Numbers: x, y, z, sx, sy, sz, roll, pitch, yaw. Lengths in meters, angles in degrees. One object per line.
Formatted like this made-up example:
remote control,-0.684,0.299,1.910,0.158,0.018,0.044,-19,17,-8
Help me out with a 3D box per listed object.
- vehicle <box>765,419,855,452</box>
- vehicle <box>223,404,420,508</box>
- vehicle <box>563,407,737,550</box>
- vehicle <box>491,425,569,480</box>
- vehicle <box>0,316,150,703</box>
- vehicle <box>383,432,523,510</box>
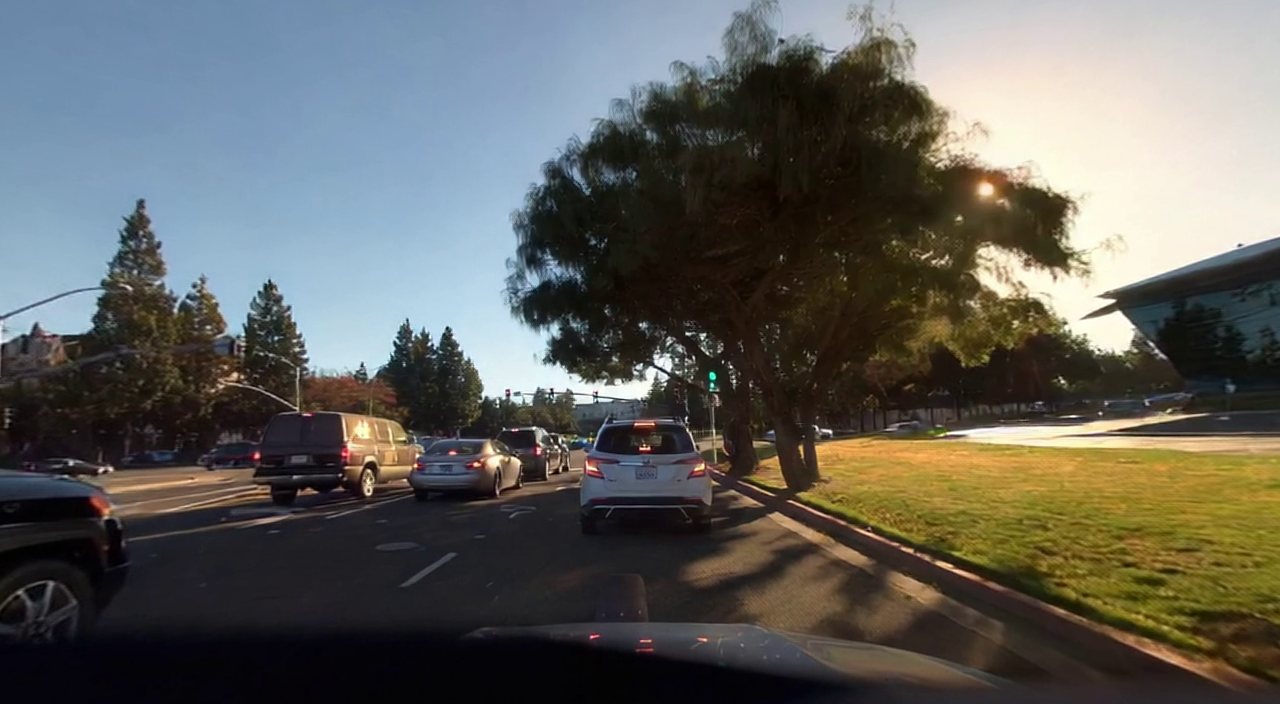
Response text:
vehicle,10.709,5.326,40.075,5.152,2.001,2.060,-1,-9,4
vehicle,-7.388,2.501,15.513,2.195,2.093,5.185,0,-9,-1
vehicle,0.101,1.828,9.709,2.055,1.681,4.270,0,-9,-1
vehicle,-3.909,3.684,23.322,2.043,1.813,4.549,0,-9,0
vehicle,-4.060,0.552,1.264,2.088,1.947,5.119,0,-9,-1
vehicle,-4.077,2.675,14.620,1.942,1.523,4.212,0,-9,0
